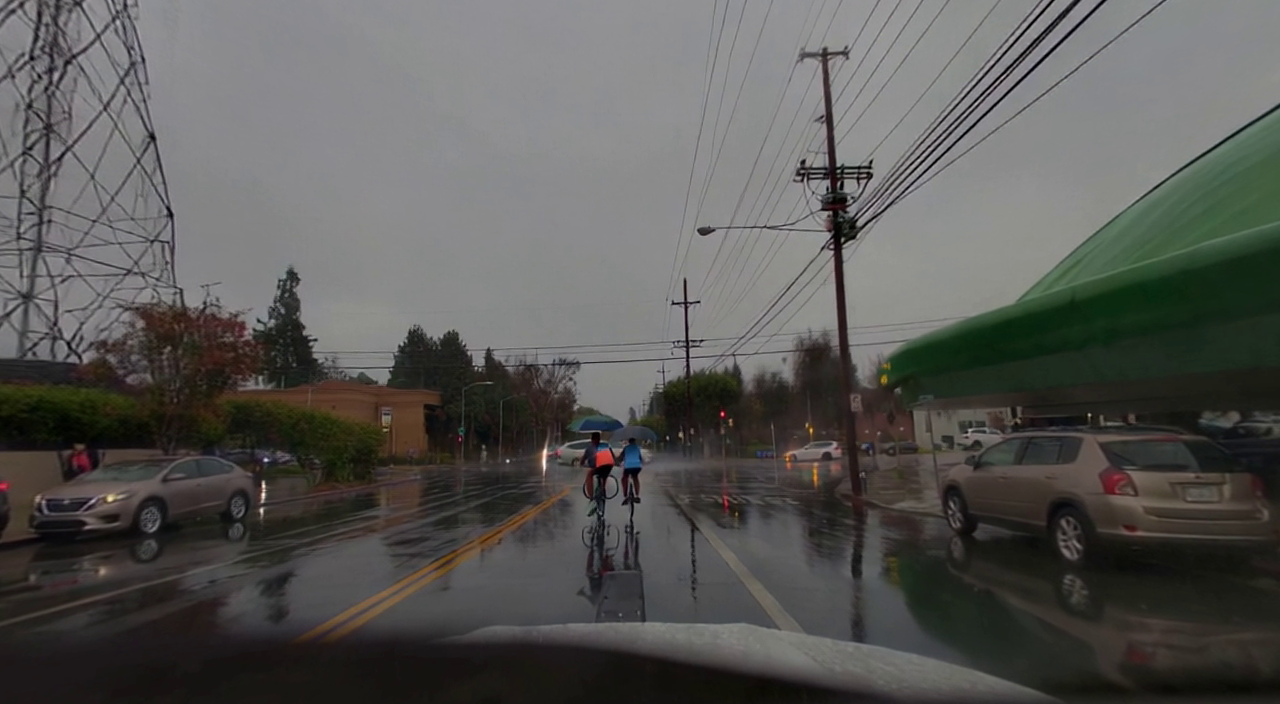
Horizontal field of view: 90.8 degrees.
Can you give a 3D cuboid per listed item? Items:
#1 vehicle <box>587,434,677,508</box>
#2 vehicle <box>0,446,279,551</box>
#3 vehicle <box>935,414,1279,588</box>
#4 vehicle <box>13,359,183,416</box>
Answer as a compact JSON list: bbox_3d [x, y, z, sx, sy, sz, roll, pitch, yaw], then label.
[{"bbox_3d":[-0.165,3.208,17.474,2.190,1.783,4.048,0,-8,1],"label":"vehicle"},{"bbox_3d":[-10.250,2.946,13.617,2.075,1.816,4.900,0,-8,-1],"label":"vehicle"},{"bbox_3d":[5.826,1.777,8.348,1.873,1.714,3.979,0,-8,0],"label":"vehicle"},{"bbox_3d":[-17.103,1.168,20.099,3.685,1.584,1.708,1,-9,-3],"label":"vehicle"}]
